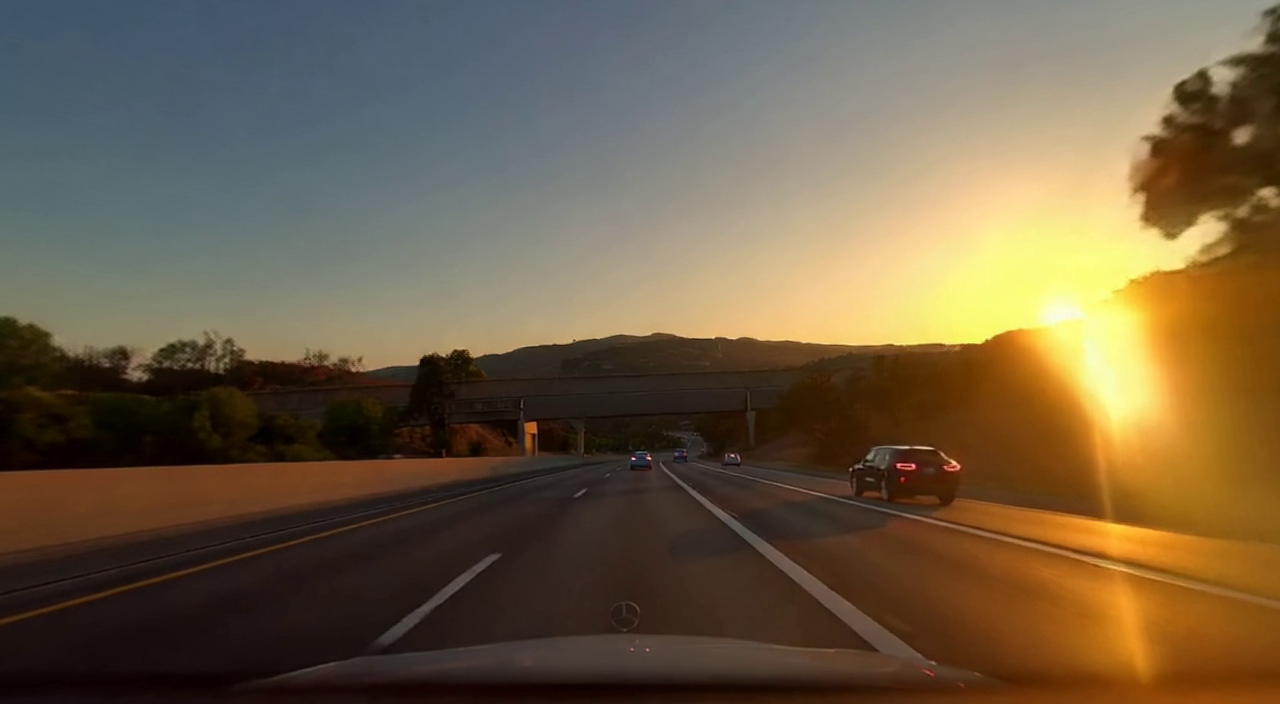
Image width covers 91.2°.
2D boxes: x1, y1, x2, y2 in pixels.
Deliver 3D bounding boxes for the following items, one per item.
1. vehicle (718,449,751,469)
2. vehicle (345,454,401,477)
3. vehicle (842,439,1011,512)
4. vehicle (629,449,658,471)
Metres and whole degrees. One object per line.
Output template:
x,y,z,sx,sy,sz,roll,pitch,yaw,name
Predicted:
7.332,8.294,48.839,1.941,1.485,3.701,0,-9,-1,vehicle
-19.058,8.095,44.990,1.958,1.491,4.516,-1,-9,2,vehicle
6.868,2.992,15.699,2.008,1.533,4.592,0,-9,-1,vehicle
0.270,7.924,46.156,2.025,1.526,4.181,-1,-9,1,vehicle
